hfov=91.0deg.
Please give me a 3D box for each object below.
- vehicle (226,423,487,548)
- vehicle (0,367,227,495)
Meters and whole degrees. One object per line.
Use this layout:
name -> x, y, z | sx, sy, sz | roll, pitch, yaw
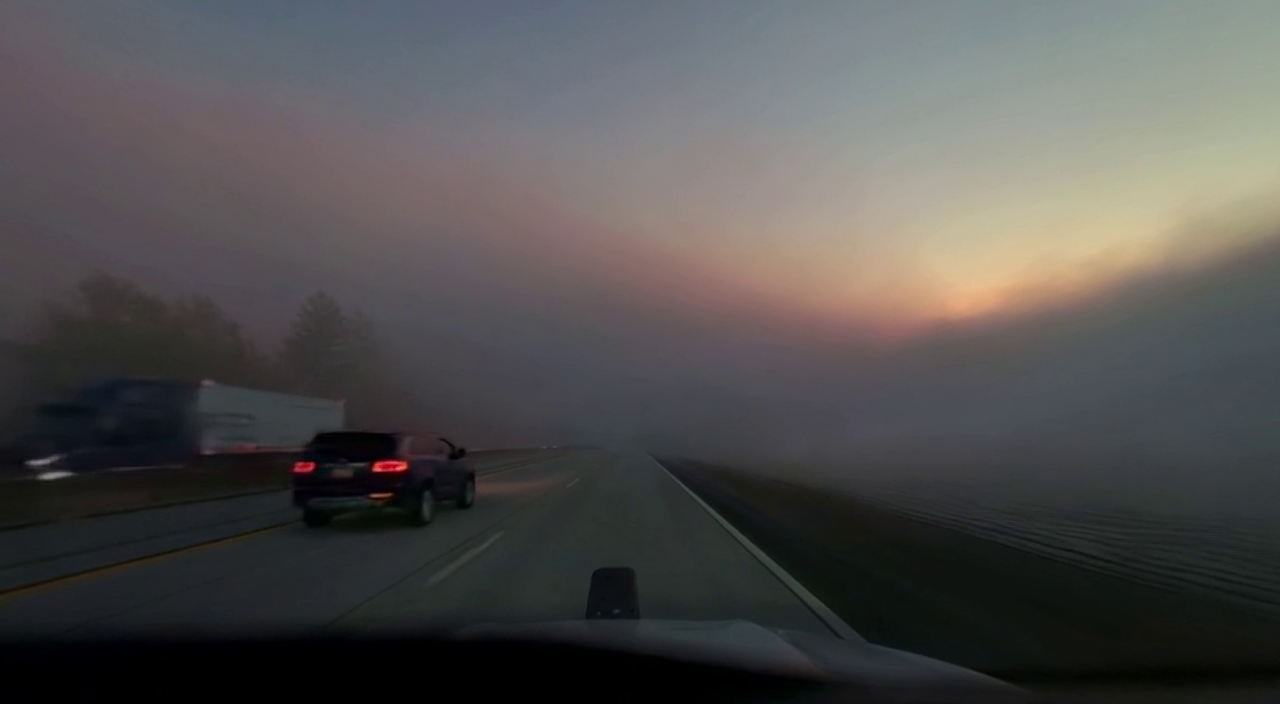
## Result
vehicle -> -4.265, 2.077, 10.607 | 2.202, 1.587, 4.754 | 0, -8, 0
vehicle -> -17.772, 2.749, 21.714 | 2.950, 3.801, 5.860 | 0, -8, -1
